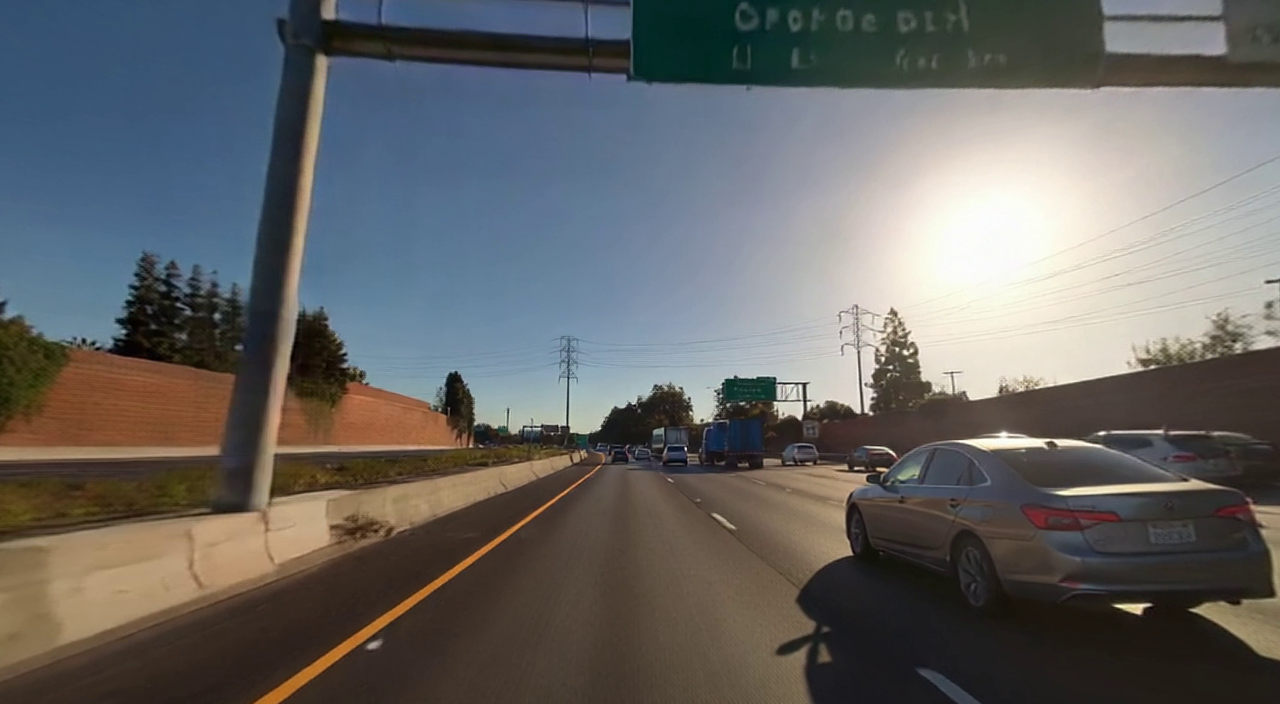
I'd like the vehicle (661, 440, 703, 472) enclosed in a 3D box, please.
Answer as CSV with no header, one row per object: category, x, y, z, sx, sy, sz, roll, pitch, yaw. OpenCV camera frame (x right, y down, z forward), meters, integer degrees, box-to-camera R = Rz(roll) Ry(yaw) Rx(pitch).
vehicle,2.527,6.411,39.328,2.114,1.849,4.692,0,-9,-3

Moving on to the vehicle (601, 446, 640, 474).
vehicle,-1.115,6.028,35.494,2.083,1.477,3.965,0,-9,-3

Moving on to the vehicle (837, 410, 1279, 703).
vehicle,3.128,1.279,4.576,1.922,1.465,4.165,0,-9,-2
